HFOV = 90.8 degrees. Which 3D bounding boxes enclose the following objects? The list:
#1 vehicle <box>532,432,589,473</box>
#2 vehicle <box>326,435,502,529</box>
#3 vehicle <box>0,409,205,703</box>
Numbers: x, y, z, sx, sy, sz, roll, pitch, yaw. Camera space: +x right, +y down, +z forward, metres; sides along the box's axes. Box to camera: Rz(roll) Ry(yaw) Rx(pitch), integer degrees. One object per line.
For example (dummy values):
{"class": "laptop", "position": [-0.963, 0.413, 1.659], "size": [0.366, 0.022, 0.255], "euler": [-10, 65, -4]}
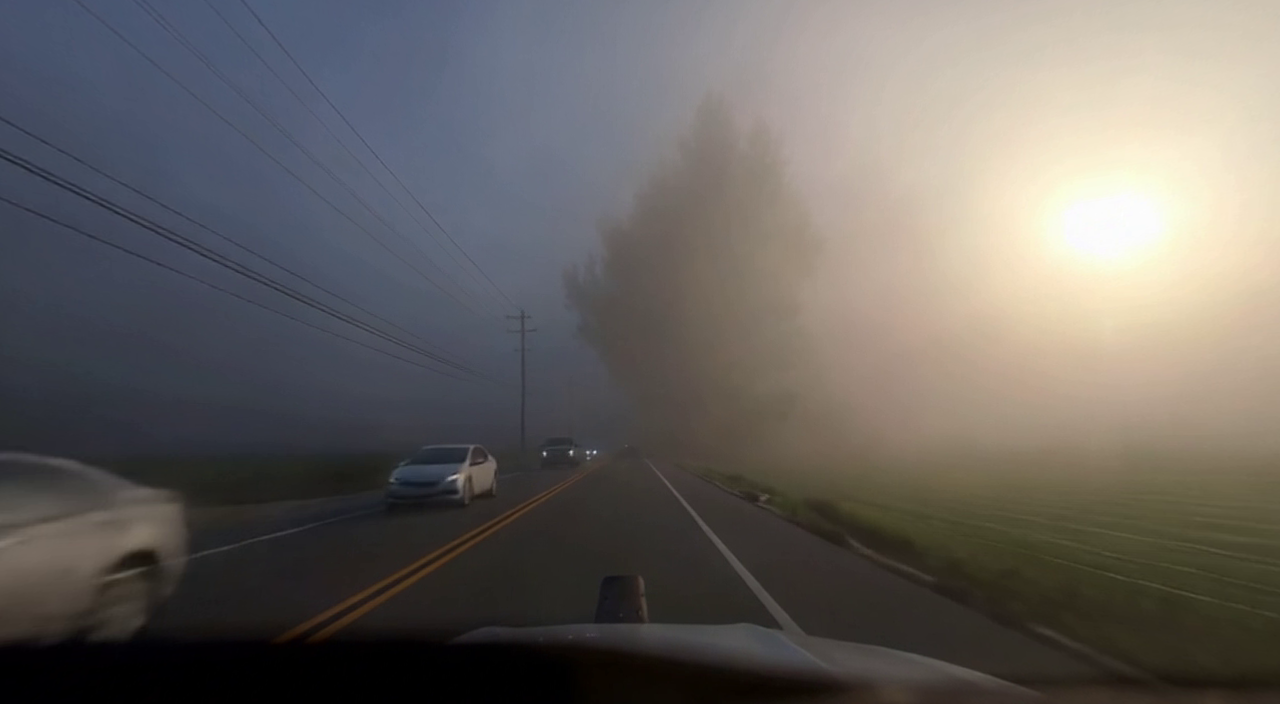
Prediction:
{"class": "vehicle", "position": [-4.737, 6.083, 38.735], "size": [2.762, 2.167, 6.359], "euler": [-2, -8, -2]}
{"class": "vehicle", "position": [-4.701, 2.731, 14.106], "size": [2.224, 1.612, 4.927], "euler": [-2, -8, -1]}
{"class": "vehicle", "position": [-4.657, 1.069, 2.795], "size": [2.153, 1.630, 4.822], "euler": [-1, -8, -2]}
